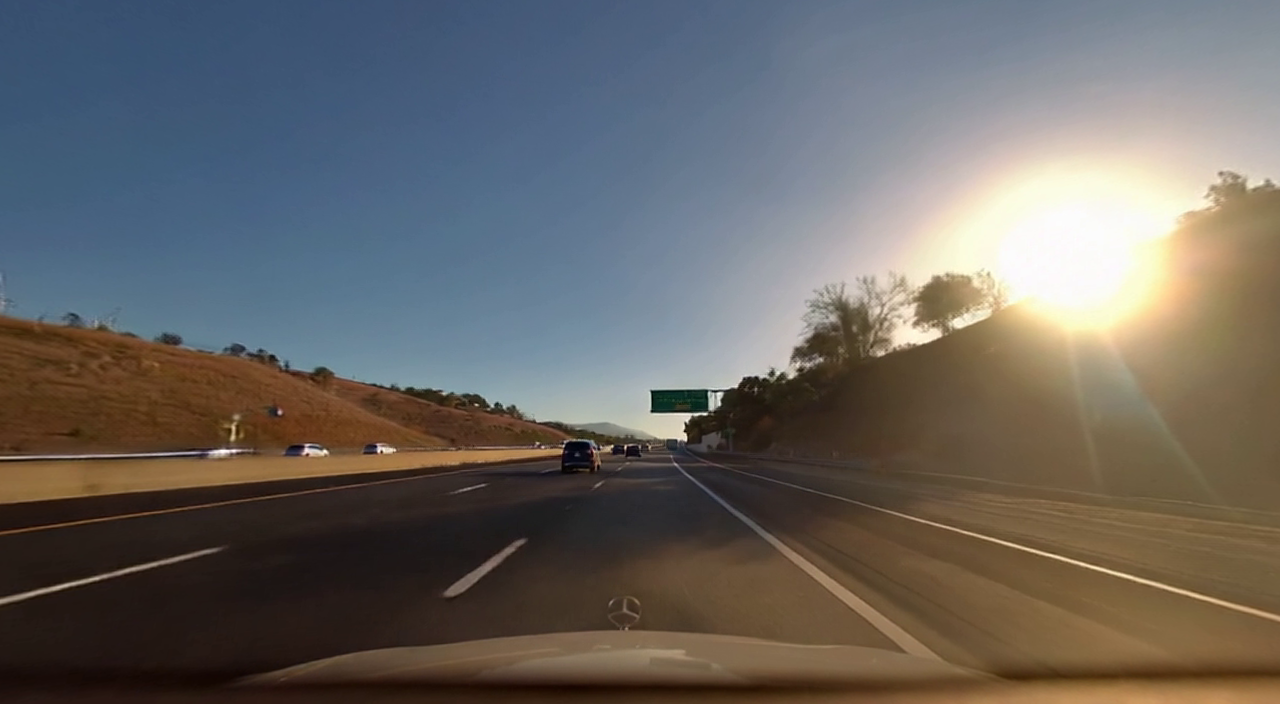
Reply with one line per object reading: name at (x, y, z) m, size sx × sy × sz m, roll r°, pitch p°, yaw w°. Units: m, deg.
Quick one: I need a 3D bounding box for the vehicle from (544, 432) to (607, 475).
vehicle at (-3.071, 4.993, 31.086) m, size 2.413 × 1.896 × 5.218 m, roll -1°, pitch -8°, yaw 2°
